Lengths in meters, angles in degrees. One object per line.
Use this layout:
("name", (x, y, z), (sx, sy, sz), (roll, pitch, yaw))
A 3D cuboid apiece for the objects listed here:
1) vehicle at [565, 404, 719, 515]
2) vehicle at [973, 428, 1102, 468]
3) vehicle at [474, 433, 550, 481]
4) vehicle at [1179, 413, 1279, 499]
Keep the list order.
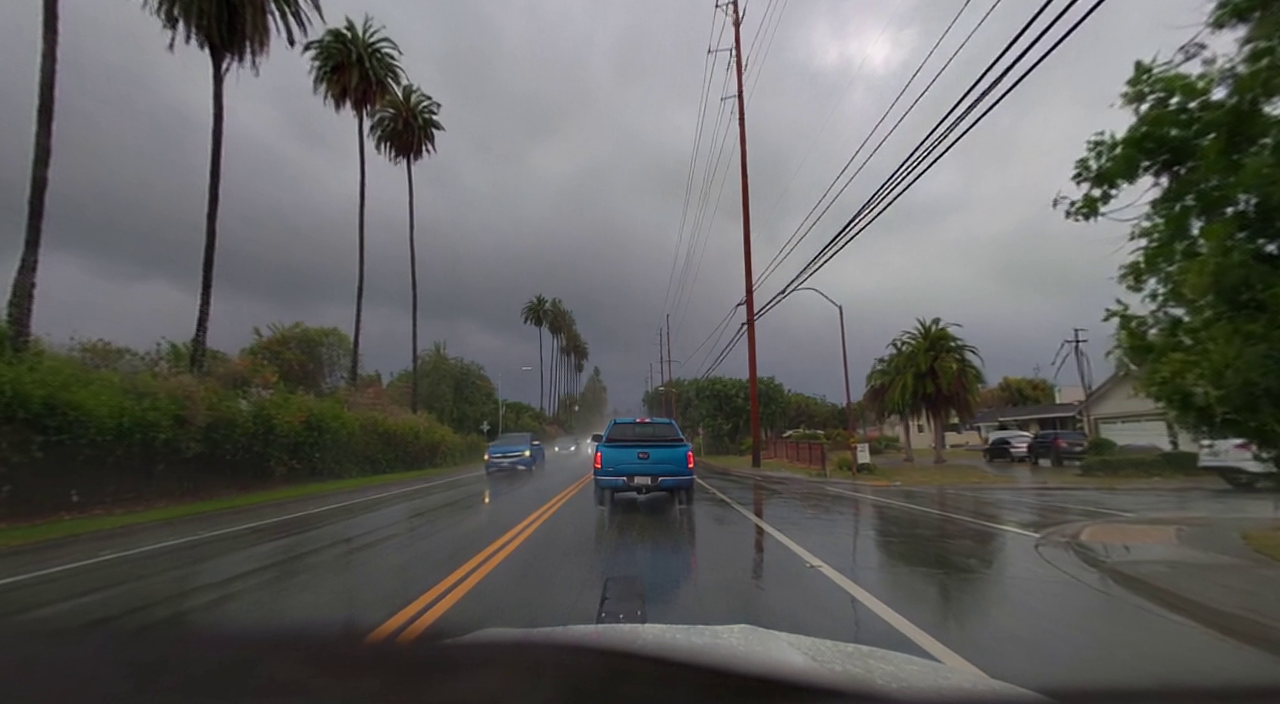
("vehicle", (0.023, 2.442, 14.761), (2.848, 2.047, 5.885), (0, -8, 0))
("vehicle", (20.339, 4.988, 32.823), (2.277, 1.836, 6.267), (0, -9, -4))
("vehicle", (-5.109, 4.263, 25.928), (2.223, 1.776, 4.614), (0, -8, -1))
("vehicle", (16.060, 2.520, 15.407), (2.338, 1.917, 6.076), (-3, -9, 20))
